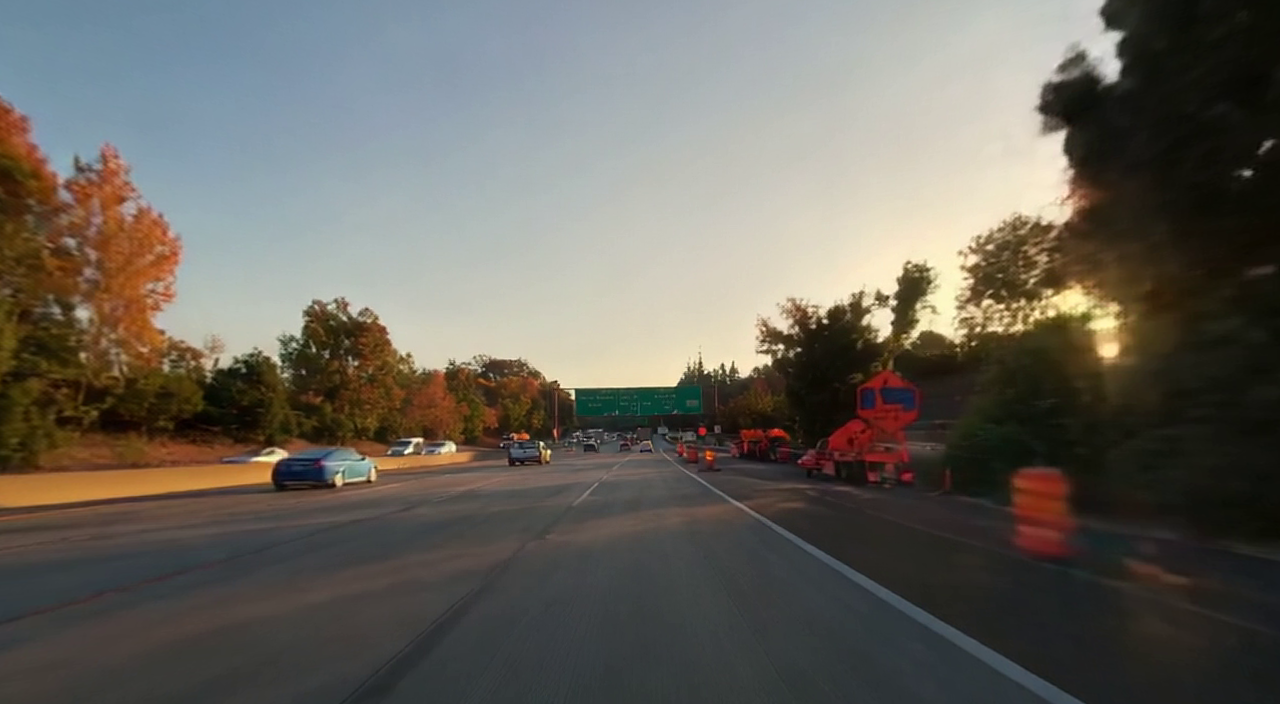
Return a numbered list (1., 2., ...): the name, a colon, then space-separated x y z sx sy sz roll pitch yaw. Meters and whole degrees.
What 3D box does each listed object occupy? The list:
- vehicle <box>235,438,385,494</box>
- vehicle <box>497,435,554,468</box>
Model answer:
1. vehicle: -9.939 3.456 19.491 2.122 1.511 4.576 0 -8 0
2. vehicle: -6.536 5.743 36.524 2.402 1.733 4.512 0 -8 1
